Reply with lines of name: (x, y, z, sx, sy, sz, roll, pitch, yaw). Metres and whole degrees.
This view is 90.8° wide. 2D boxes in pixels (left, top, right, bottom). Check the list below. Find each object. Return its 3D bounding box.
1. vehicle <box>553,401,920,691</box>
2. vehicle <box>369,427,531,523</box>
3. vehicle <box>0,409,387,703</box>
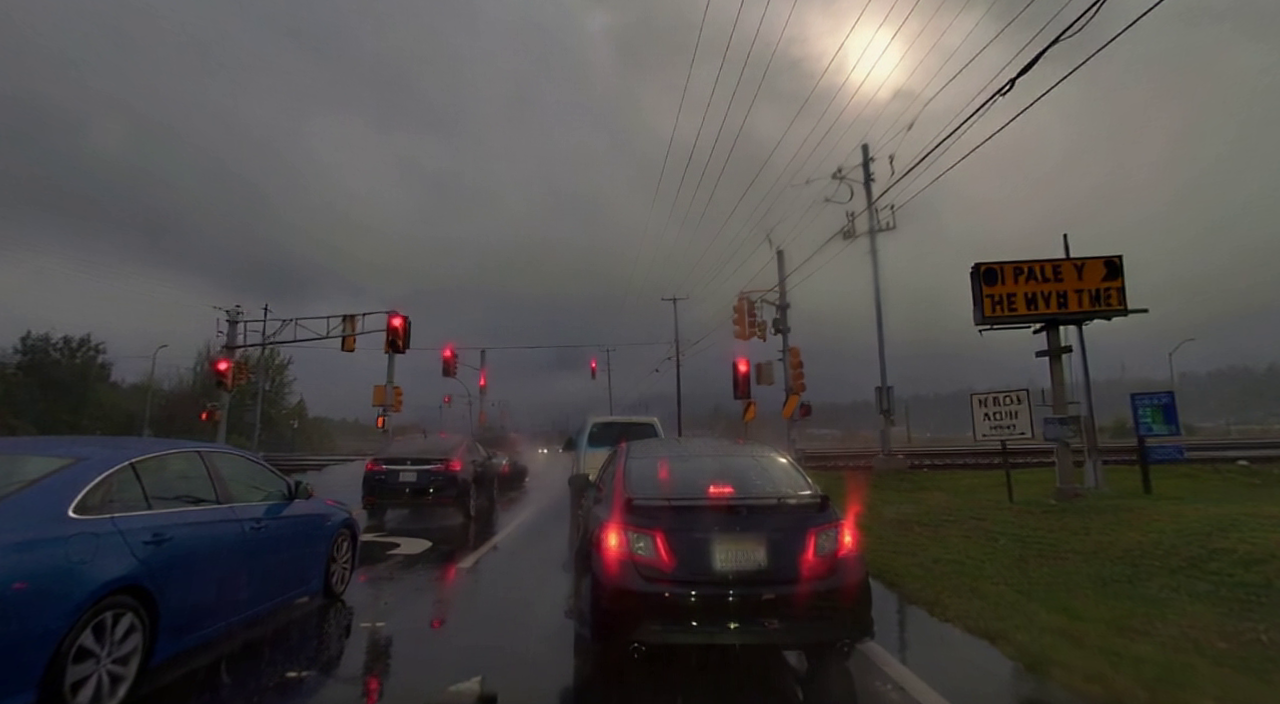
vehicle: (0.409, 1.335, 5.462, 1.998, 1.529, 3.960, 1, -9, -4)
vehicle: (-3.365, 2.263, 12.082, 1.984, 1.505, 3.982, 0, -9, -2)
vehicle: (-3.709, 1.248, 4.446, 1.956, 1.468, 4.585, 0, -9, 0)
